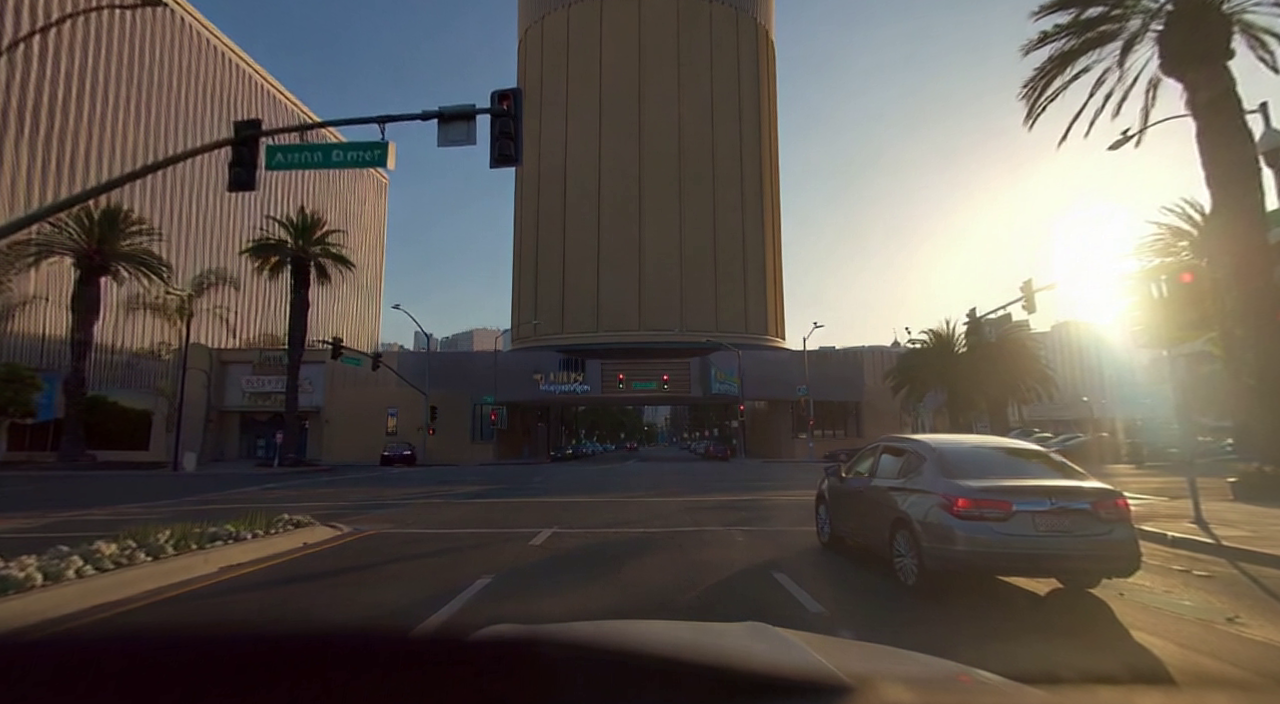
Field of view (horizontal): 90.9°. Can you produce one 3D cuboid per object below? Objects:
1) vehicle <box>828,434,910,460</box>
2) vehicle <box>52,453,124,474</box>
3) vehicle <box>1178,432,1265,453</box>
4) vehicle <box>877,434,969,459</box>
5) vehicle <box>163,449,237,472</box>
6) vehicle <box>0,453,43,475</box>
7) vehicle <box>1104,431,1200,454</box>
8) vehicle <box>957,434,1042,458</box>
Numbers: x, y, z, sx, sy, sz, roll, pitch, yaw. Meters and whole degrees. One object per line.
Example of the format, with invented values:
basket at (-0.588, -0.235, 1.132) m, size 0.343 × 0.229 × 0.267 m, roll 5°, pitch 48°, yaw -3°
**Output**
vehicle at (15.095, 6.282, 41.693) m, size 4.648 × 1.665 × 1.910 m, roll 0°, pitch -8°, yaw -1°
vehicle at (-41.651, 8.390, 47.581) m, size 3.698 × 1.467 × 1.779 m, roll 0°, pitch -8°, yaw 0°
vehicle at (42.173, 6.600, 45.777) m, size 4.437 × 1.469 × 1.811 m, roll 0°, pitch -8°, yaw 0°
vehicle at (16.994, 5.706, 37.961) m, size 4.684 × 1.461 × 1.777 m, roll 0°, pitch -8°, yaw -1°
vehicle at (-33.137, 8.178, 47.570) m, size 4.136 × 1.661 × 1.857 m, roll 0°, pitch -8°, yaw 0°
vehicle at (-47.959, 8.479, 47.710) m, size 3.786 × 1.555 × 1.702 m, roll 0°, pitch -8°, yaw 2°
vehicle at (33.283, 5.896, 41.055) m, size 4.567 × 1.458 × 1.791 m, roll 0°, pitch -8°, yaw 1°
vehicle at (23.592, 6.182, 41.467) m, size 4.423 × 1.465 × 1.798 m, roll 0°, pitch -8°, yaw 0°
